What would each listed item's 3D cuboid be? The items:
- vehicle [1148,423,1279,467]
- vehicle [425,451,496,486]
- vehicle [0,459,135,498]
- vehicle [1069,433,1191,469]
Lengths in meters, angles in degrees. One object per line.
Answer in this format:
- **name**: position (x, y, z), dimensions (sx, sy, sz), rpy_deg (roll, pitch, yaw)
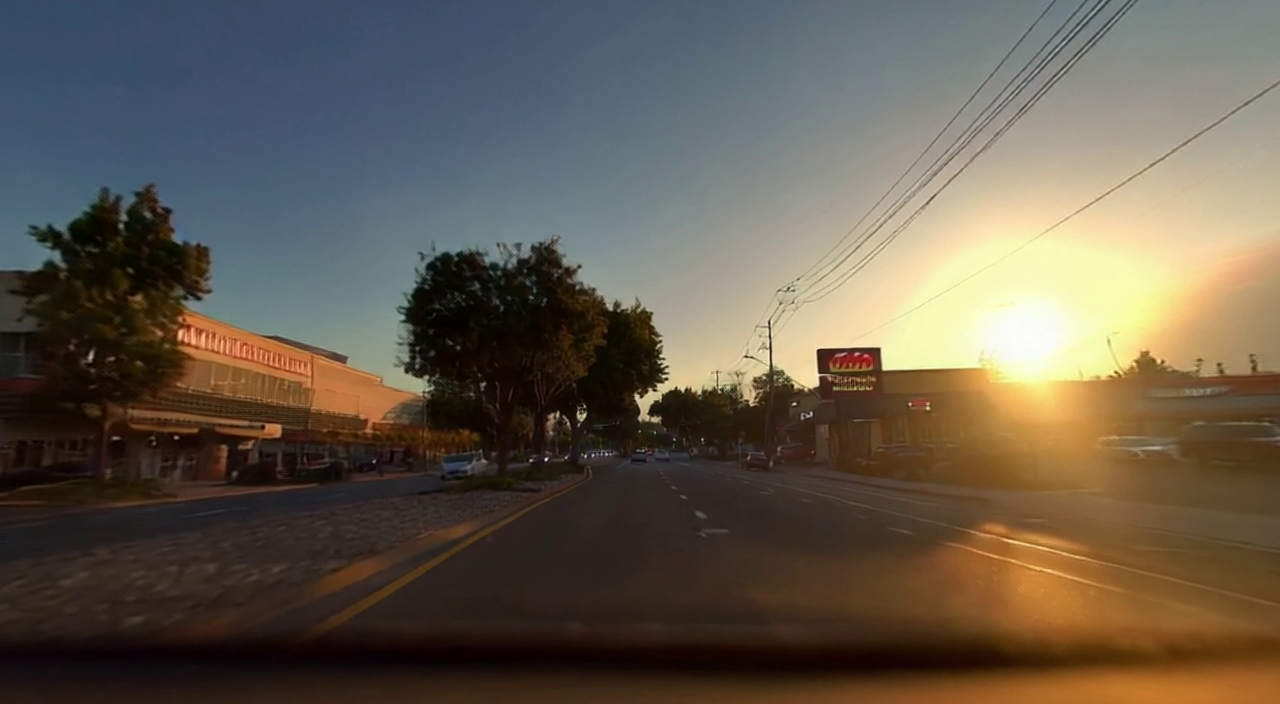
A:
- **vehicle**: position (25.602, 4.156, 28.230), dimensions (2.012, 1.772, 4.458), rpy_deg (0, -8, 0)
- **vehicle**: position (-8.702, 5.662, 31.139), dimensions (2.043, 1.536, 4.682), rpy_deg (0, -9, 1)
- **vehicle**: position (-28.904, 6.235, 31.368), dimensions (5.699, 1.782, 2.271), rpy_deg (0, -9, 2)
- **vehicle**: position (23.144, 4.700, 30.122), dimensions (2.113, 1.582, 4.559), rpy_deg (0, -9, 0)
